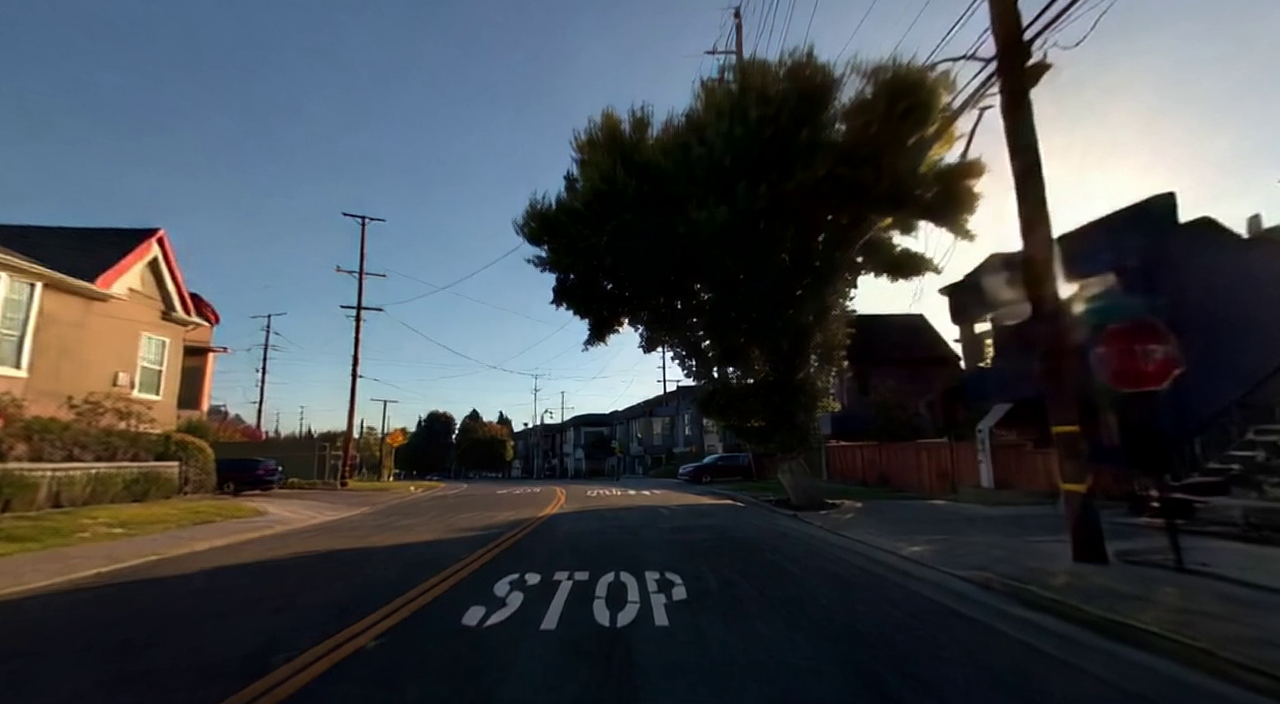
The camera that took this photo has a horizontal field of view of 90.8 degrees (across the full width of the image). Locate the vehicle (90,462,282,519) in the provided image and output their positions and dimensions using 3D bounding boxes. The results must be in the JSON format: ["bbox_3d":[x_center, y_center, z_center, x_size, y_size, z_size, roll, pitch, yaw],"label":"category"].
[{"bbox_3d":[-13.257,4.048,18.698,4.146,1.535,1.862,0,-9,-3],"label":"vehicle"}]

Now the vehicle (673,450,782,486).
[{"bbox_3d":[4.883,6.492,35.482,5.578,1.842,2.300,3,-10,-12],"label":"vehicle"}]
